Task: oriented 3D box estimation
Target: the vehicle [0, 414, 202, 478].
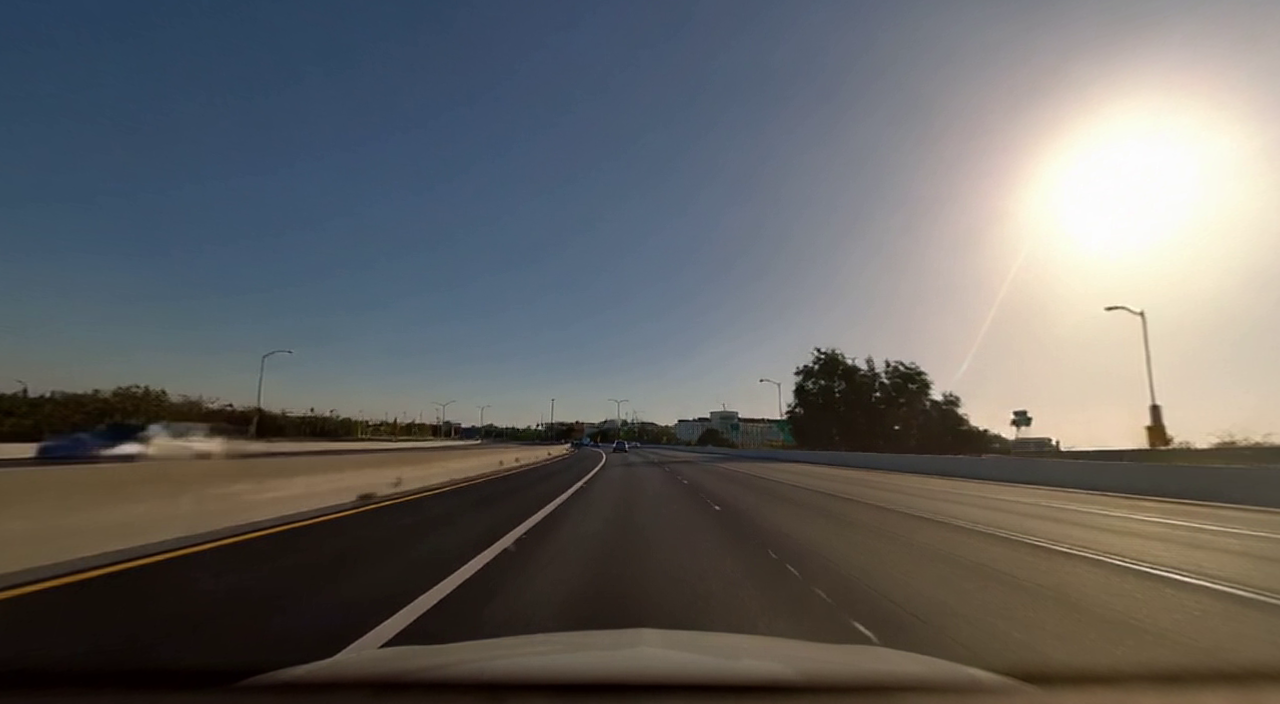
[{"bbox_3d":[-16.008,2.853,19.163,2.065,1.686,4.572,0,-8,0],"label":"vehicle"}]
